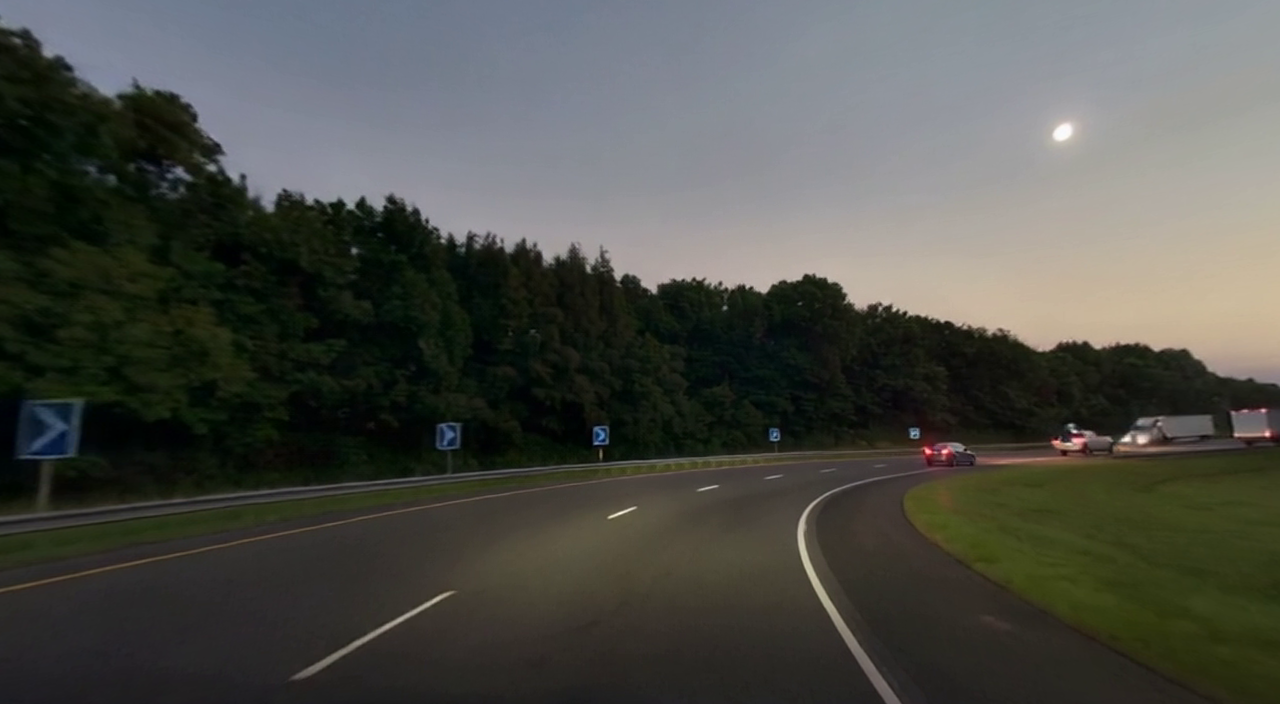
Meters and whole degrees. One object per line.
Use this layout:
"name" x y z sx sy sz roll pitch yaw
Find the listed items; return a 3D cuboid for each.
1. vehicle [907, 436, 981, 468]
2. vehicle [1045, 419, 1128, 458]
"vehicle" 17.196 5.631 35.586 4.325 1.674 2.221 8 -12 -42
"vehicle" 34.284 6.658 48.387 5.981 2.823 2.498 4 -10 -27
